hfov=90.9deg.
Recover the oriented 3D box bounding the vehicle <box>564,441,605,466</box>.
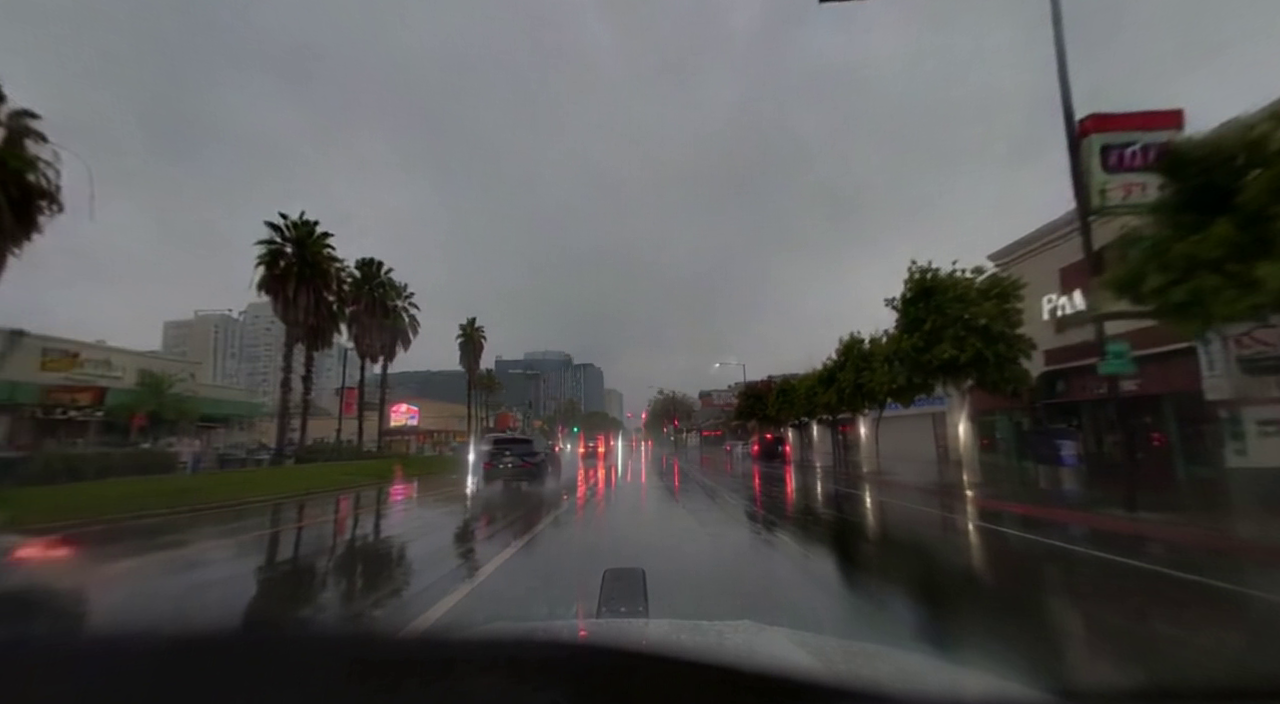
[{"bbox_3d":[-3.342,6.227,38.831,2.044,1.462,4.624,0,-9,1],"label":"vehicle"}]

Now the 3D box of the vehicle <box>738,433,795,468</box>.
[{"bbox_3d":[7.593,5.995,38.537,2.256,1.936,5.838,0,-9,0],"label":"vehicle"}]

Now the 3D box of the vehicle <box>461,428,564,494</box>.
[{"bbox_3d":[-3.474,3.077,18.036,2.024,1.636,4.121,0,-9,1],"label":"vehicle"}]

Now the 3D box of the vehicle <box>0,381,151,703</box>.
[{"bbox_3d":[-3.598,0.648,1.012,2.032,1.511,4.424,0,-9,0],"label":"vehicle"}]
